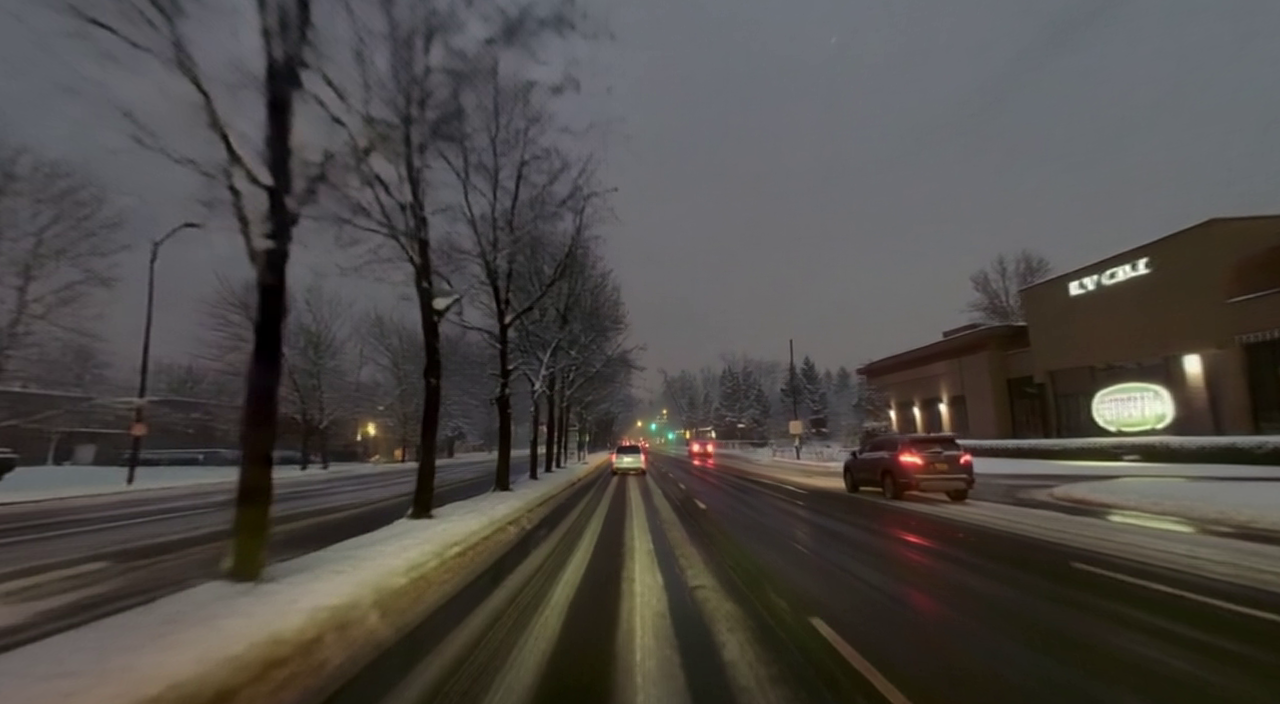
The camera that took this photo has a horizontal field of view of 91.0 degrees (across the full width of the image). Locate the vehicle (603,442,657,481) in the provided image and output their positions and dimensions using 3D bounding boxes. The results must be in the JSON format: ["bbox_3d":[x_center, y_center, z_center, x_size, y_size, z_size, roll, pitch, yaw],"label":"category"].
[{"bbox_3d":[-0.378,4.266,24.902,1.970,1.402,3.756,0,-8,0],"label":"vehicle"}]

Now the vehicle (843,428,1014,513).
[{"bbox_3d":[6.316,2.621,14.369,1.949,1.647,3.894,0,-8,-2],"label":"vehicle"}]
